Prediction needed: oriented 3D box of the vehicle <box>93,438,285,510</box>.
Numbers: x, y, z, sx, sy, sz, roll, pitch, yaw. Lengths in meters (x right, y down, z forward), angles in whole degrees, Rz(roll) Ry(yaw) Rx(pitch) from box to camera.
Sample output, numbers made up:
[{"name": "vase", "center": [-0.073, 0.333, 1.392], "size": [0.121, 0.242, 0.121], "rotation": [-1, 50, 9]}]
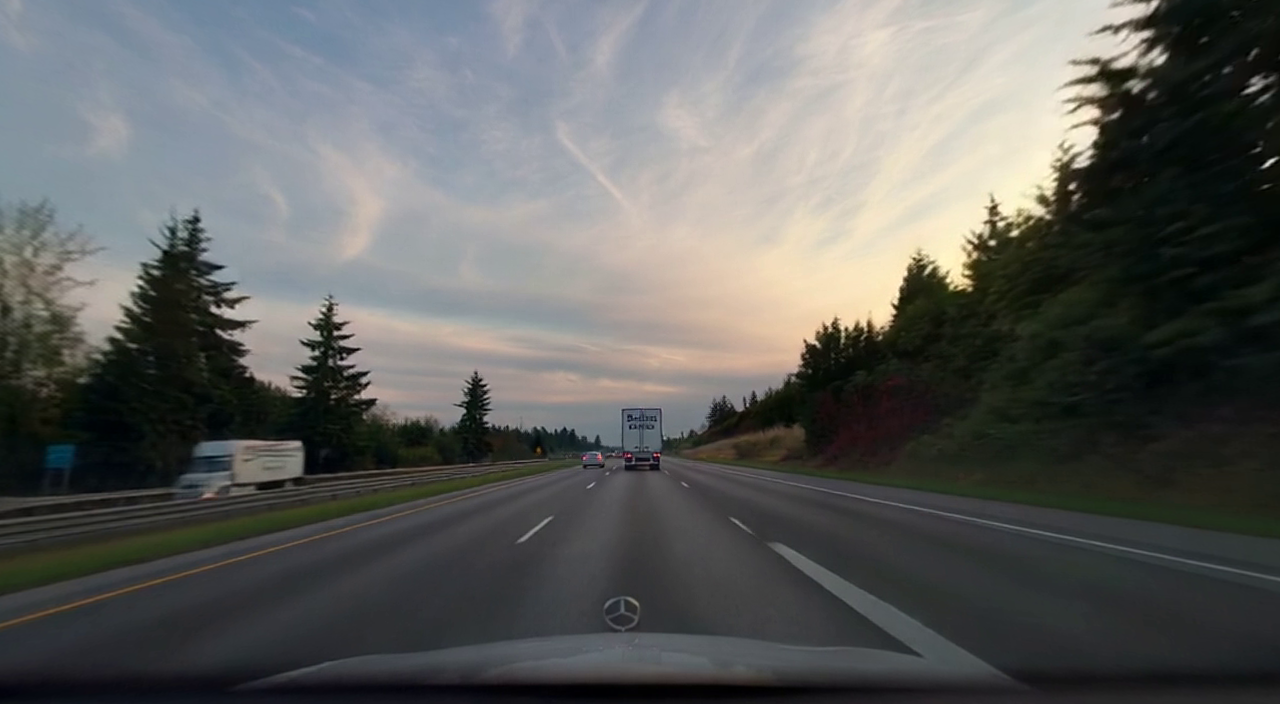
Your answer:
[{"name": "vehicle", "center": [-16.930, 4.581, 24.224], "size": [2.502, 2.373, 6.551], "rotation": [0, -9, 0]}]
